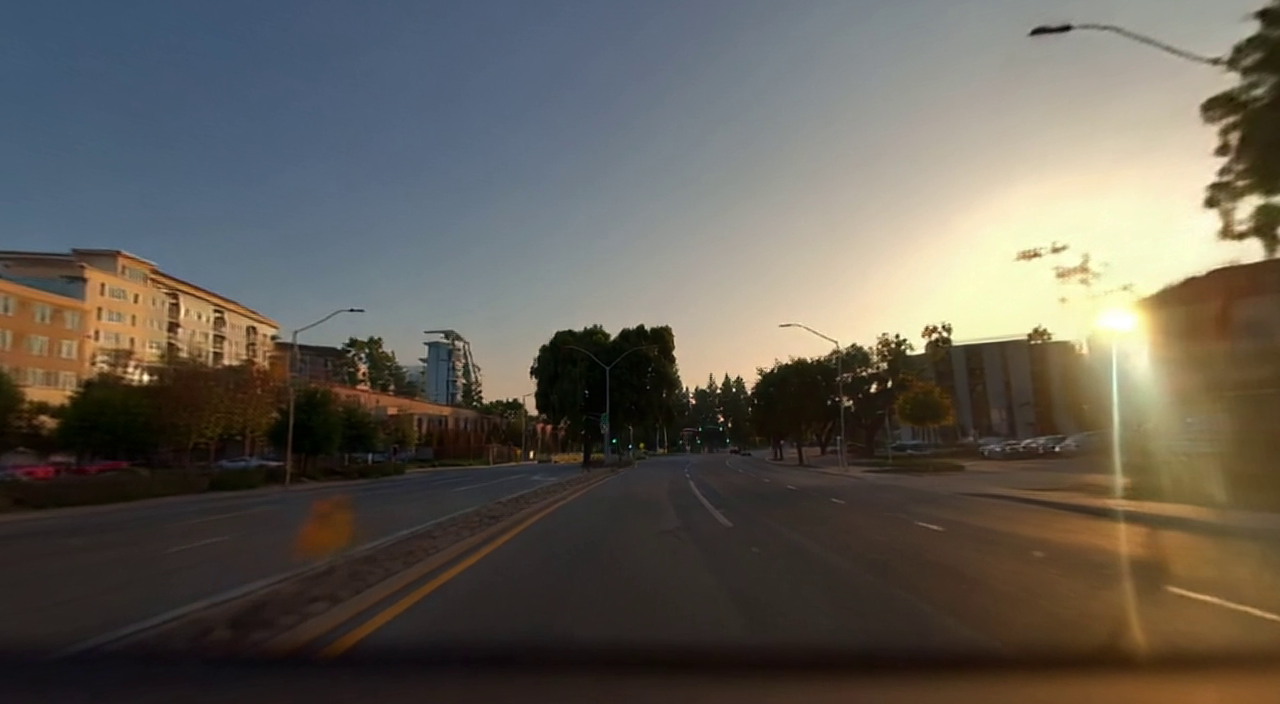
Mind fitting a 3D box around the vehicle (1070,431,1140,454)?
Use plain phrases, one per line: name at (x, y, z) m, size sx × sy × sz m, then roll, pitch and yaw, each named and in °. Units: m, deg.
vehicle at (36.492, 7.127, 49.594) m, size 4.540 × 1.717 × 1.926 m, roll 2°, pitch -9°, yaw -16°
